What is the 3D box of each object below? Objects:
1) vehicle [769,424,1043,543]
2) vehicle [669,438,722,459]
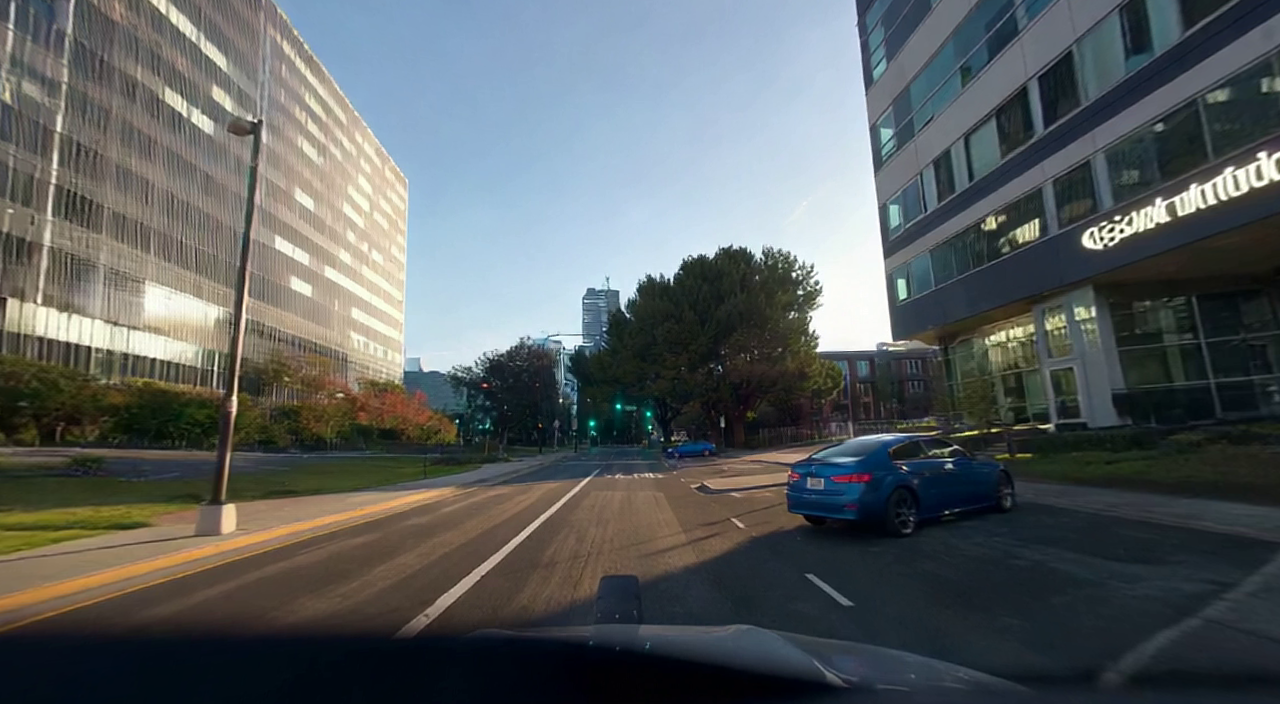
[{"bbox_3d":[4.359,1.929,10.013,4.655,1.460,1.878,6,-10,-37],"label":"vehicle"},{"bbox_3d":[4.394,7.638,49.825,3.844,1.524,1.847,5,-10,-32],"label":"vehicle"}]
